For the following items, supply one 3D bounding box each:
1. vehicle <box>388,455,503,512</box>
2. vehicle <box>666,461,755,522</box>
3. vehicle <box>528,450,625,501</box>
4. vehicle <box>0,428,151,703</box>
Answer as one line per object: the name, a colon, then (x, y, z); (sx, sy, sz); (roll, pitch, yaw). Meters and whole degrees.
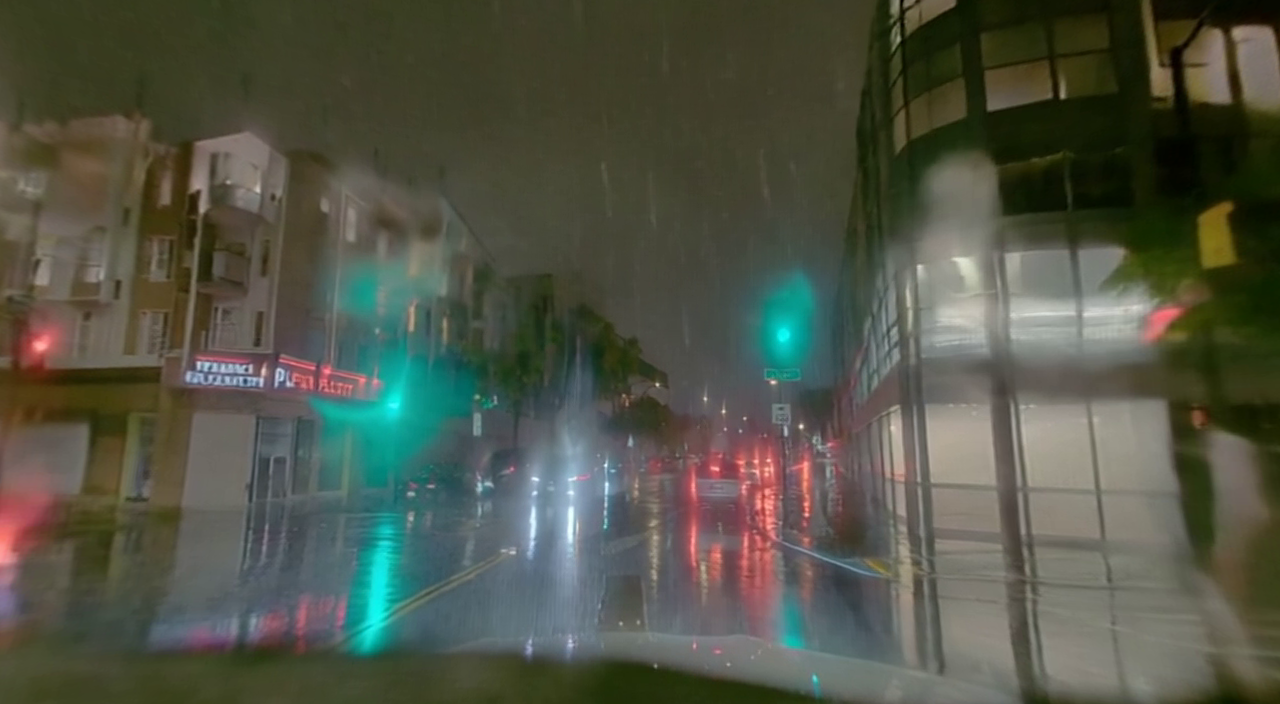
vehicle: (-6.963, 4.733, 23.150); (1.933, 1.461, 4.393); (-7, -7, 14)
vehicle: (2.234, 4.060, 18.918); (1.892, 1.481, 4.365); (-3, -9, 16)
vehicle: (-2.277, 4.660, 24.364); (2.181, 1.723, 4.692); (-3, -9, 15)
vehicle: (-4.214, 0.931, 1.731); (2.119, 1.485, 4.472); (-1, -8, 1)
